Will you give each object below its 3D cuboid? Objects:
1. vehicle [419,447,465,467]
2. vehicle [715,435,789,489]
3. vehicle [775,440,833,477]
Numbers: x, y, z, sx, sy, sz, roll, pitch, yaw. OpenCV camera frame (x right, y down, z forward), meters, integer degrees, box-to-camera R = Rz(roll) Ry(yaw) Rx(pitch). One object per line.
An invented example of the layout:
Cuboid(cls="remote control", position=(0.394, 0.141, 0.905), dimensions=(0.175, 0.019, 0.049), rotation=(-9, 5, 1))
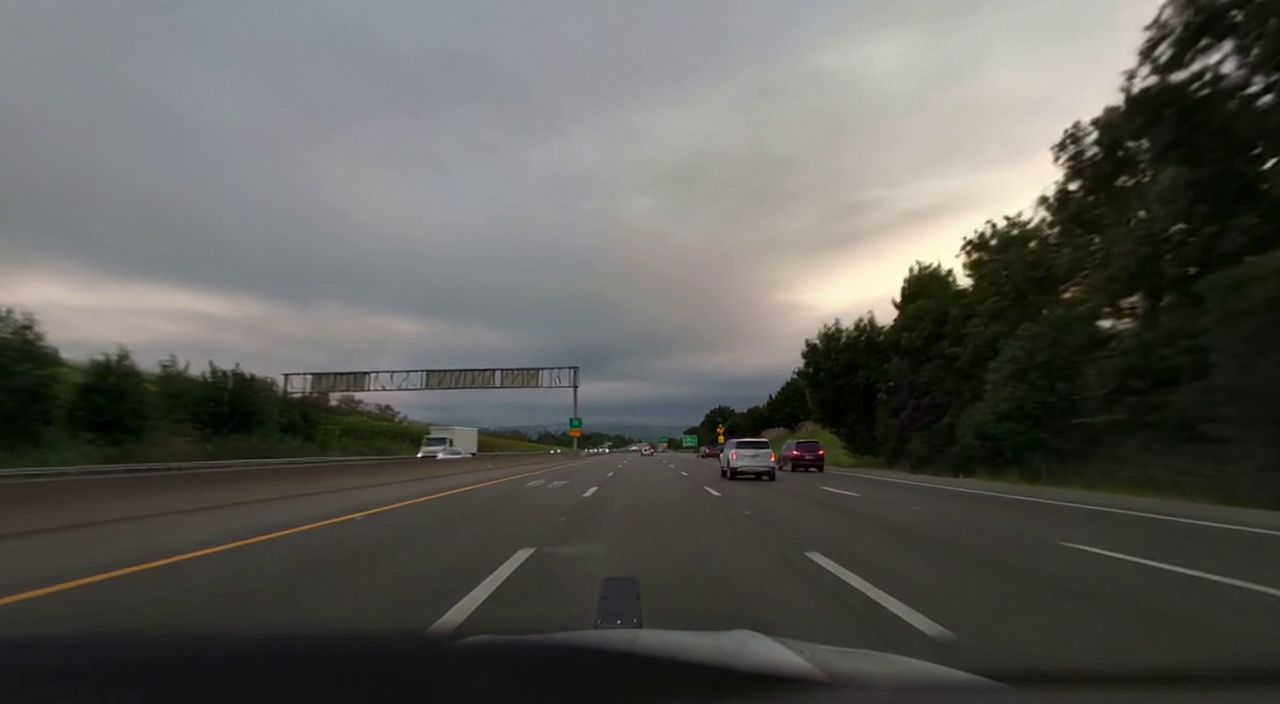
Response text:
Cuboid(cls="vehicle", position=(-14.365, 7.661, 45.728), dimensions=(1.837, 1.381, 4.562), rotation=(0, -9, 0))
Cuboid(cls="vehicle", position=(3.906, 3.938, 22.623), dimensions=(1.784, 1.733, 4.141), rotation=(0, -9, -1))
Cuboid(cls="vehicle", position=(8.460, 5.514, 32.650), dimensions=(1.898, 1.798, 3.805), rotation=(0, -9, -1))
